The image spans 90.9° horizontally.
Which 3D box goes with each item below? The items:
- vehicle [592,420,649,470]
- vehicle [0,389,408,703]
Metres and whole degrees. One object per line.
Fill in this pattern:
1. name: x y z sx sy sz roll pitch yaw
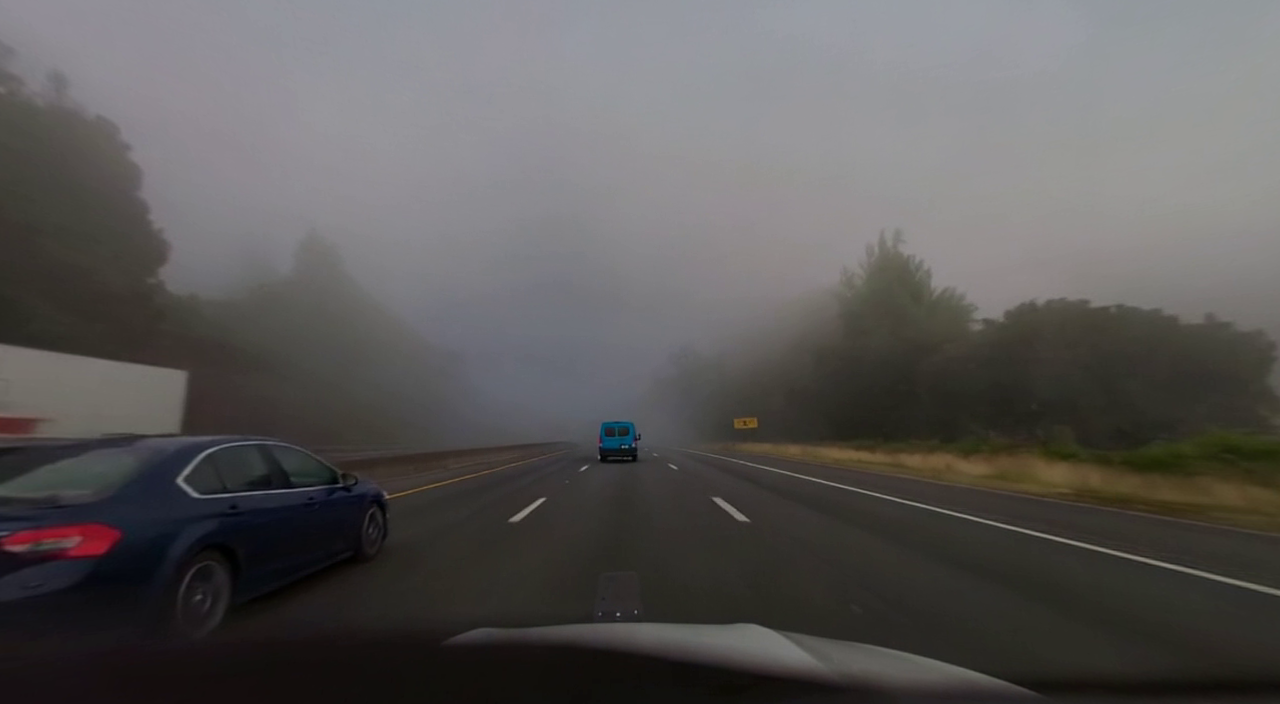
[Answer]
1. vehicle: -0.816 4.090 27.867 2.297 2.011 4.736 0 -8 0
2. vehicle: -3.743 1.168 4.748 2.096 1.537 4.700 0 -7 1
